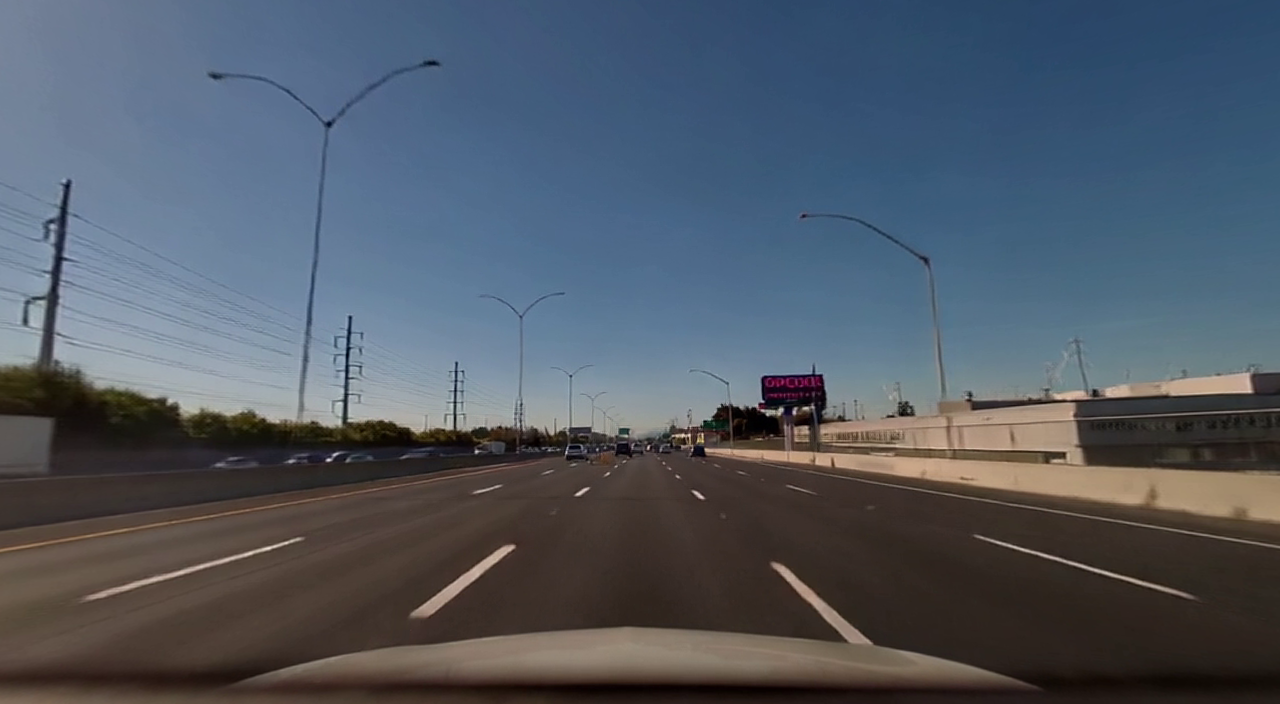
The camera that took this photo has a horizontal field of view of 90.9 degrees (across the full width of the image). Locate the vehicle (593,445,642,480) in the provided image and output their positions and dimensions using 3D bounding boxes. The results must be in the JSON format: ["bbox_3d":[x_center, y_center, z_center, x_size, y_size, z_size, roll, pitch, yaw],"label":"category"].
[{"bbox_3d":[-0.922,4.925,28.411,1.891,1.444,3.968,0,-8,2],"label":"vehicle"}]

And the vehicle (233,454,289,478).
[{"bbox_3d":[-23.549,7.079,39.291,1.465,1.347,3.309,0,-8,0],"label":"vehicle"}]
